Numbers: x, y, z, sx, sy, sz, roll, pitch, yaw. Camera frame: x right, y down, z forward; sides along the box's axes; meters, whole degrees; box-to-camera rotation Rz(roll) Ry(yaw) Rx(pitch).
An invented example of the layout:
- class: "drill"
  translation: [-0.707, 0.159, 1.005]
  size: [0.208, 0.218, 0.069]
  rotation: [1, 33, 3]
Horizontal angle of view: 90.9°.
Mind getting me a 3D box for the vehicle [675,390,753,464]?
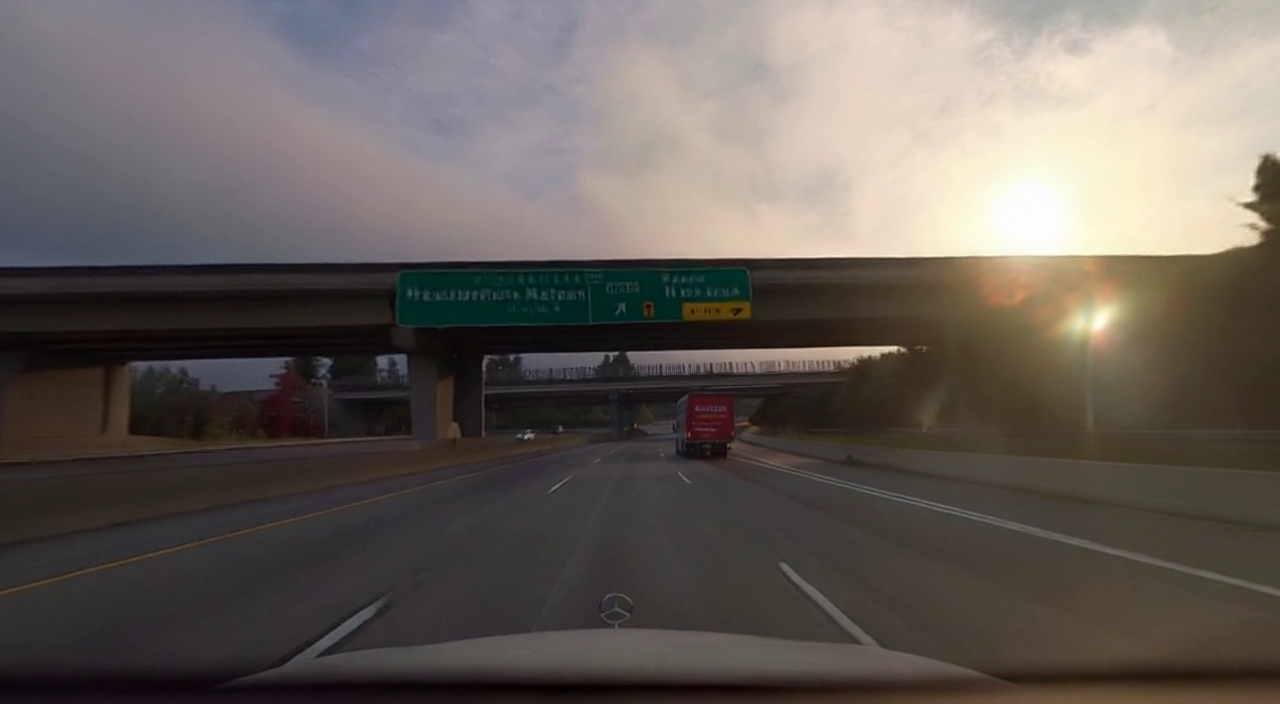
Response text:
- class: "vehicle"
  translation: [3.734, 4.195, 34.837]
  size: [2.849, 3.391, 11.018]
  rotation: [-1, -8, -1]
